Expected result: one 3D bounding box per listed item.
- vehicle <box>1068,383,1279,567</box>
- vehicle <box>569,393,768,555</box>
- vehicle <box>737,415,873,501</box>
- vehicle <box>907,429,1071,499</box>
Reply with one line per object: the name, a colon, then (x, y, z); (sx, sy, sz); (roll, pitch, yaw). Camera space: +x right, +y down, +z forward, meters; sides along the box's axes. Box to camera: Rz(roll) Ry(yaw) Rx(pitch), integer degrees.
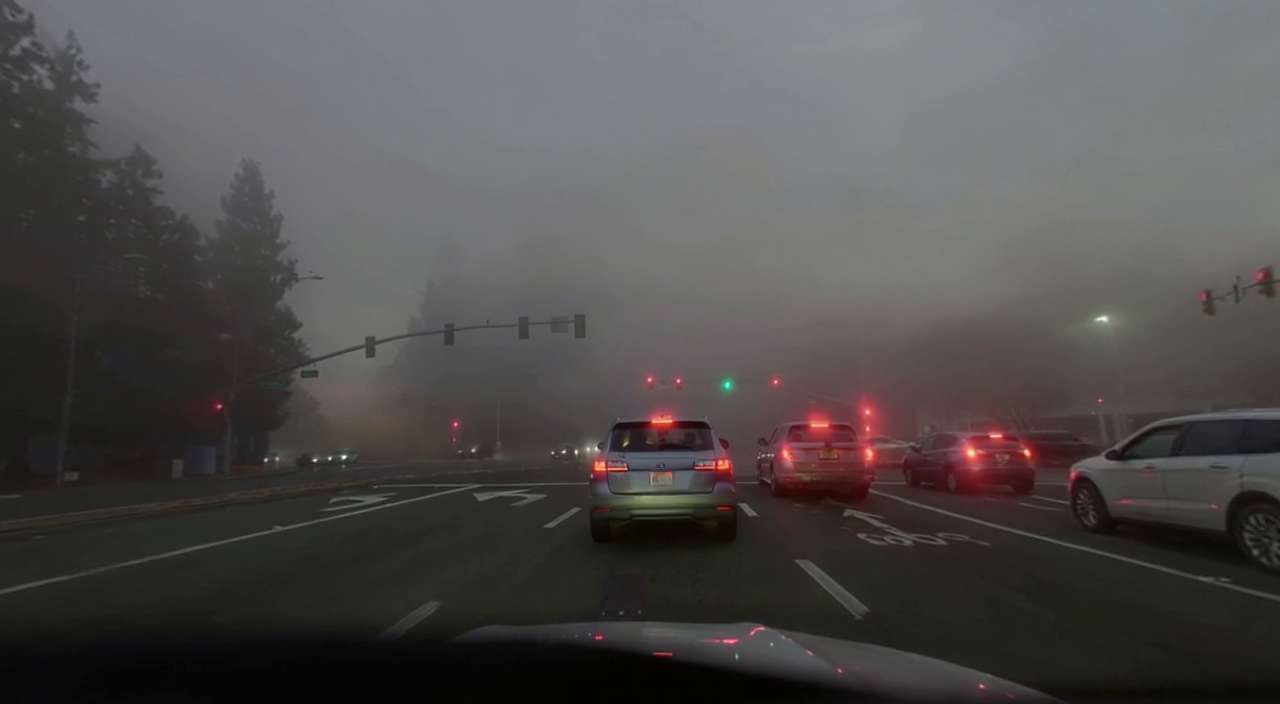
vehicle: (7.380, 1.339, 7.075); (2.074, 1.791, 4.393); (0, -9, 1)
vehicle: (0.286, 1.670, 9.210); (2.211, 1.795, 4.179); (0, -9, -1)
vehicle: (3.794, 2.568, 15.534); (2.188, 1.774, 4.646); (-1, -9, 2)
vehicle: (8.333, 2.706, 15.622); (1.862, 1.471, 4.297); (-1, -9, 4)
